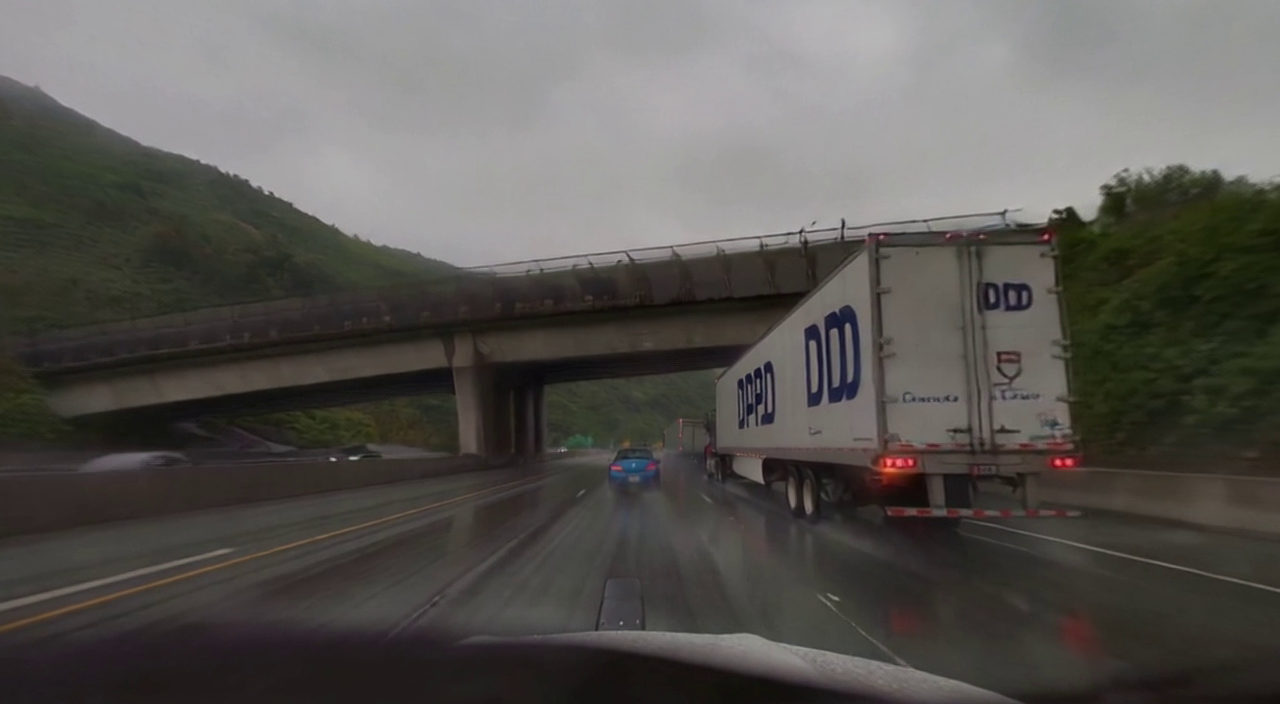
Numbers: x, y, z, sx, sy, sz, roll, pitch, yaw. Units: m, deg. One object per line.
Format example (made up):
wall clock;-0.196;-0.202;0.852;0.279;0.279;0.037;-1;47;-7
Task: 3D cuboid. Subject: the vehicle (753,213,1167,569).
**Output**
vehicle;4.185;0.985;11.097;2.802;3.956;8.291;0;-9;0

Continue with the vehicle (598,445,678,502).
vehicle;-0.059;3.382;17.912;2.029;1.437;3.794;0;-9;0

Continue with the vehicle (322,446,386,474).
vehicle;-17.423;6.588;38.731;1.931;1.569;4.277;0;-9;0

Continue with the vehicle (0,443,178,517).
vehicle;-14.646;3.228;16.414;1.864;1.639;4.400;0;-9;1
